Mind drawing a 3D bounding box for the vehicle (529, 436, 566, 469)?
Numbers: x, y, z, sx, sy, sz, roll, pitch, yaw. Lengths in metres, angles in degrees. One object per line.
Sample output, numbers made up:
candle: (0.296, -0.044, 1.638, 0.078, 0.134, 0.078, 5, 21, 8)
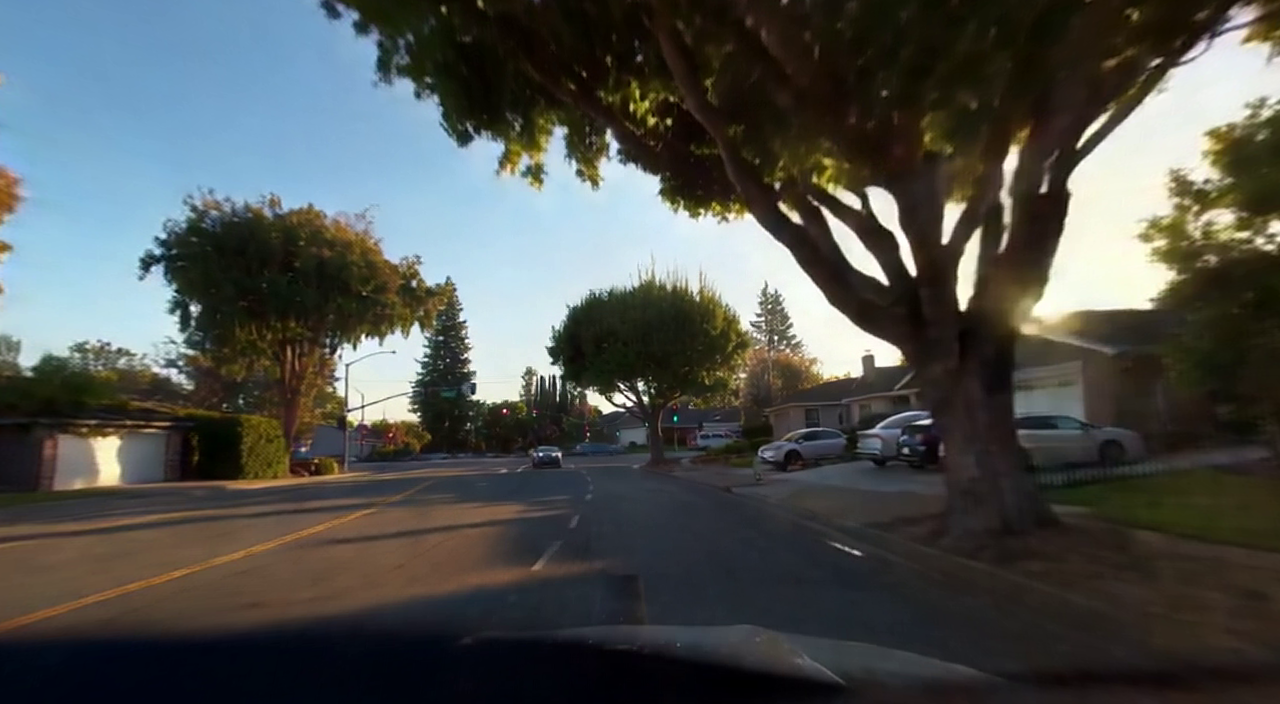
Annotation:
vehicle: (-5.550, 6.060, 38.127, 2.041, 1.834, 4.679, 1, -9, -8)

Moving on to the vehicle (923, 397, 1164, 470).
vehicle: (9.668, 1.994, 15.425, 4.590, 1.648, 1.876, 0, -9, -3)

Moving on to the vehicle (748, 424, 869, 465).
vehicle: (7.283, 4.022, 27.591, 4.663, 1.618, 1.962, 0, -9, -7)
